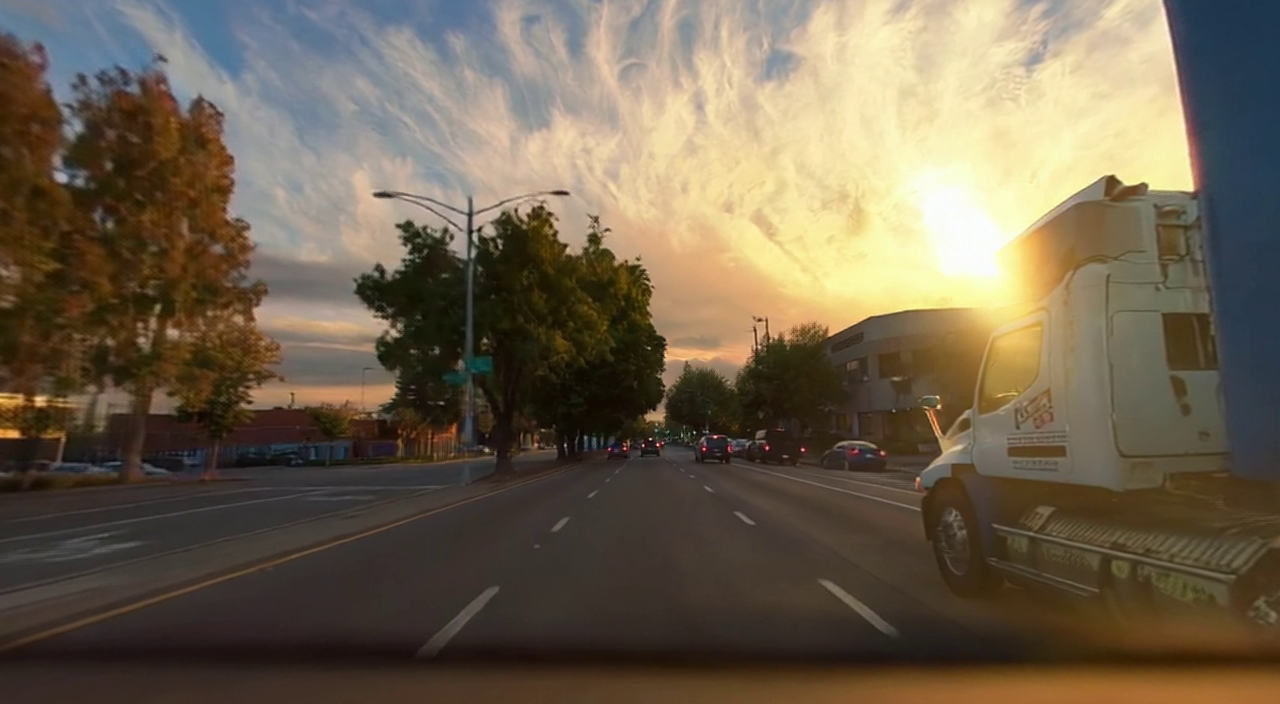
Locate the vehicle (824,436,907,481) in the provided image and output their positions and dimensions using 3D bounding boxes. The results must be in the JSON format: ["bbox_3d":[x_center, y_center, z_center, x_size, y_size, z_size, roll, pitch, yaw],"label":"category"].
[{"bbox_3d":[8.415,3.971,23.850,1.715,1.529,3.815,-1,-8,0],"label":"vehicle"}]

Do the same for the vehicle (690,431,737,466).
[{"bbox_3d":[4.232,5.664,37.129,2.196,1.908,4.412,-1,-8,0],"label":"vehicle"}]

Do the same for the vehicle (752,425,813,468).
[{"bbox_3d":[8.319,5.576,37.228,2.539,2.328,4.769,-1,-8,1],"label":"vehicle"}]

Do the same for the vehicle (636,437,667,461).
[{"bbox_3d":[0.938,7.443,48.450,2.276,1.704,3.925,-1,-8,2],"label":"vehicle"}]

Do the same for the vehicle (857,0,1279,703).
[{"bbox_3d":[3.670,-0.295,2.215,3.006,3.679,8.506,-1,-8,2],"label":"vehicle"}]

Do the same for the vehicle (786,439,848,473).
[{"bbox_3d":[8.269,4.860,29.741,1.733,1.441,4.073,-1,-8,0],"label":"vehicle"}]
